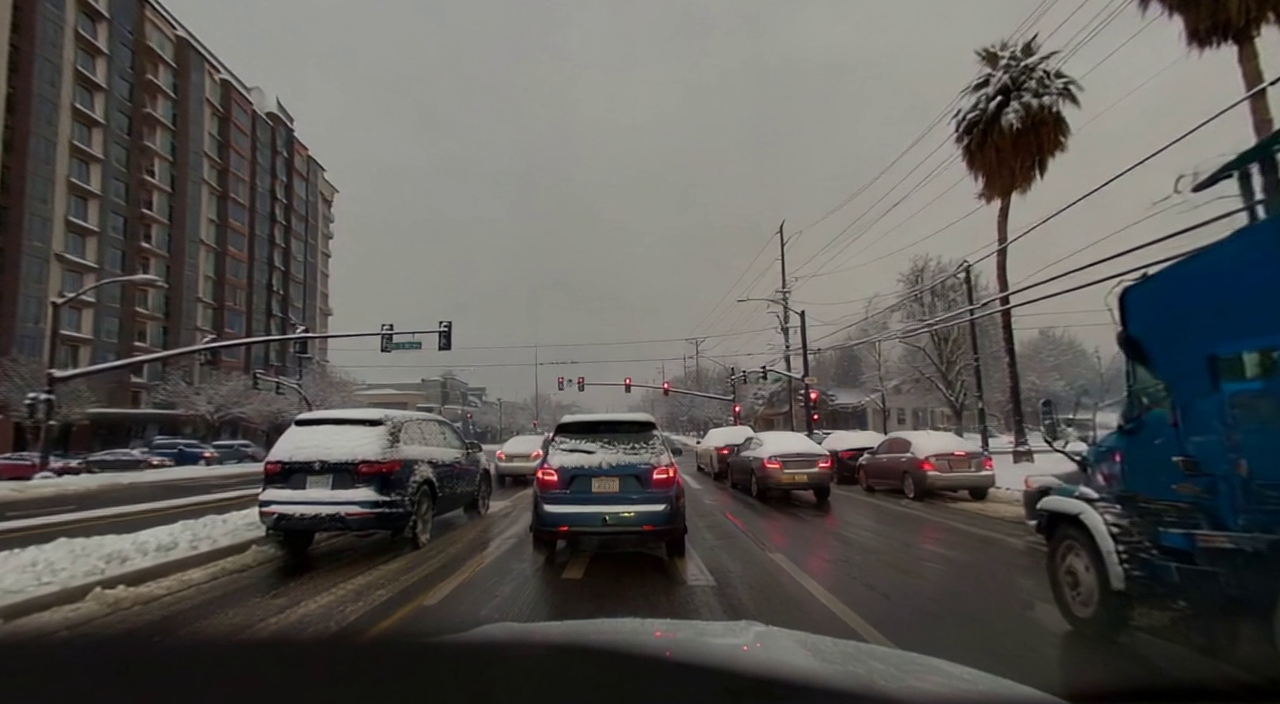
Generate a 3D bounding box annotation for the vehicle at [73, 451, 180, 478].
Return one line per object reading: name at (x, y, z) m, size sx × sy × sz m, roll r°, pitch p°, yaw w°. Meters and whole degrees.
vehicle at (-35.727, 7.857, 44.112) m, size 5.422 × 1.765 × 1.937 m, roll 1°, pitch -9°, yaw -8°

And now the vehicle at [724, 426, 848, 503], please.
vehicle at (3.331, 2.657, 15.311) m, size 1.975 × 1.598 × 4.025 m, roll 0°, pitch -8°, yaw -1°

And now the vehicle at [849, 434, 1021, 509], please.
vehicle at (6.500, 2.663, 14.575) m, size 1.764 × 1.451 × 4.300 m, roll 0°, pitch -8°, yaw -2°

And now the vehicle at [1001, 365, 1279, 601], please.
vehicle at (6.479, 1.306, 6.659) m, size 2.130 × 1.979 × 5.310 m, roll 0°, pitch -9°, yaw -1°

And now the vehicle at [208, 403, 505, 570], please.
vehicle at (-3.535, 1.771, 9.076) m, size 2.136 × 1.779 × 4.417 m, roll 0°, pitch -8°, yaw 1°

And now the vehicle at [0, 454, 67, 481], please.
vehicle at (-42.512, 7.840, 42.902) m, size 4.867 × 1.689 × 1.971 m, roll 1°, pitch -9°, yaw -9°

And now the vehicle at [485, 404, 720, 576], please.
vehicle at (-0.414, 1.670, 8.394) m, size 2.302 × 1.681 × 4.217 m, roll 0°, pitch -8°, yaw -1°
